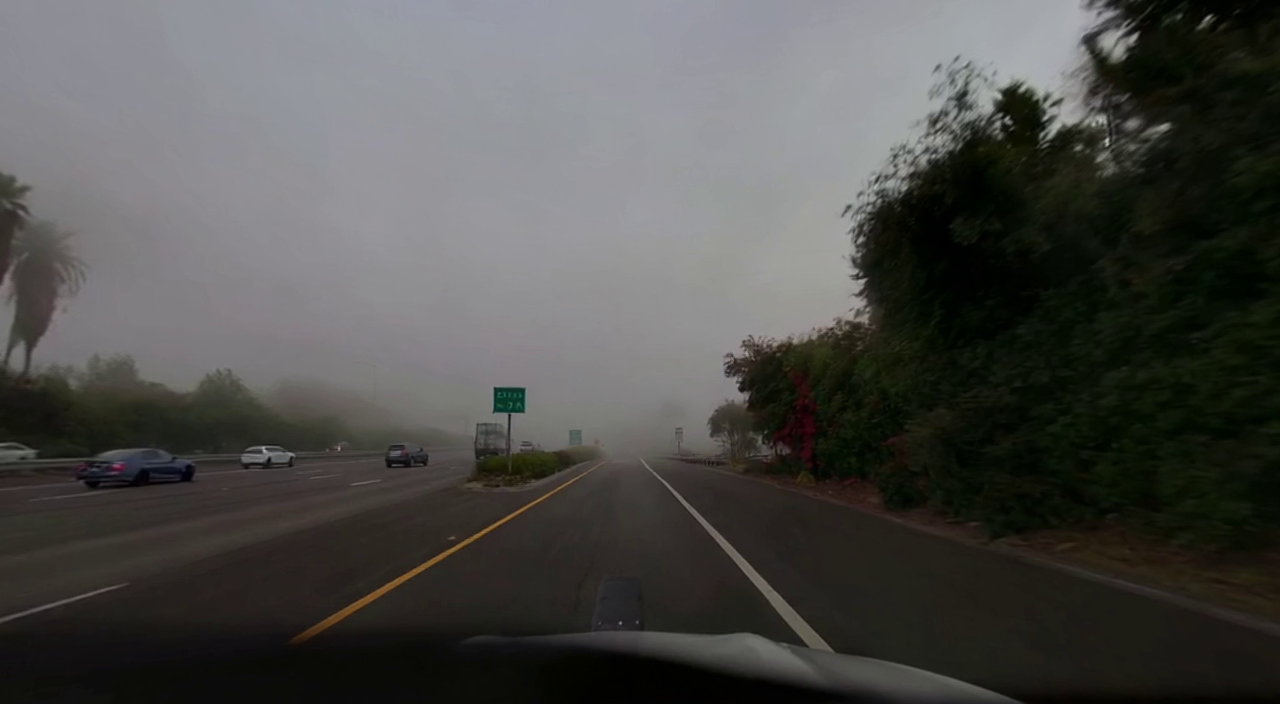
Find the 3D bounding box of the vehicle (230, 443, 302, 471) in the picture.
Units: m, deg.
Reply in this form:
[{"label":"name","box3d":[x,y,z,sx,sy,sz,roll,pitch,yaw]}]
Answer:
[{"label":"vehicle","box3d":[-23.624,6.603,40.109,1.998,1.648,4.495,0,-9,-4]}]

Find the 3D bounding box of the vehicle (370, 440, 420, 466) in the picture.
[{"label":"vehicle","box3d":[-16.202,6.679,41.961,1.919,1.658,4.084,0,-9,-4]}]

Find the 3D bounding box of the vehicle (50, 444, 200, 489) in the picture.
[{"label":"vehicle","box3d":[-18.906,4.195,23.538,1.933,1.496,4.516,0,-9,-3]}]
